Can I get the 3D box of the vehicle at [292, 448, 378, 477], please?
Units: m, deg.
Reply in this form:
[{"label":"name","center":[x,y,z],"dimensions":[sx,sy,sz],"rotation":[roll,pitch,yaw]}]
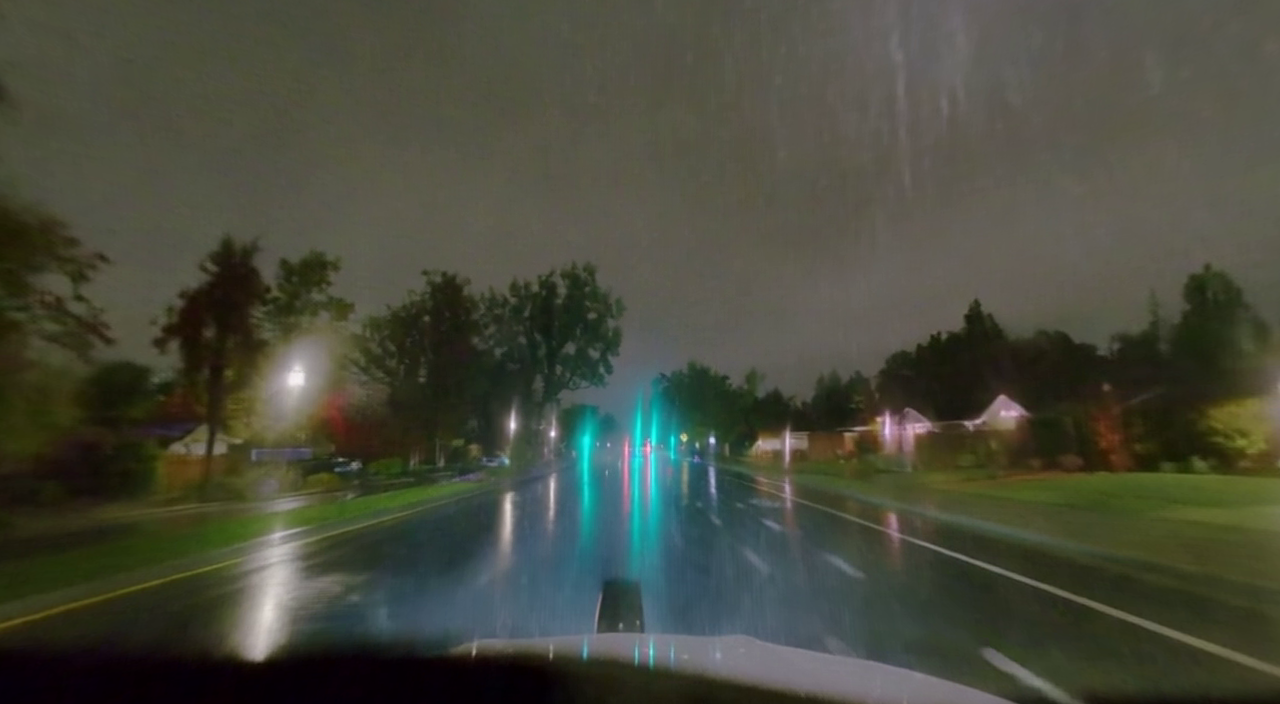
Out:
[{"label":"vehicle","center":[-18.899,6.851,39.122],"dimensions":[4.170,1.704,2.174],"rotation":[0,-9,3]}]
